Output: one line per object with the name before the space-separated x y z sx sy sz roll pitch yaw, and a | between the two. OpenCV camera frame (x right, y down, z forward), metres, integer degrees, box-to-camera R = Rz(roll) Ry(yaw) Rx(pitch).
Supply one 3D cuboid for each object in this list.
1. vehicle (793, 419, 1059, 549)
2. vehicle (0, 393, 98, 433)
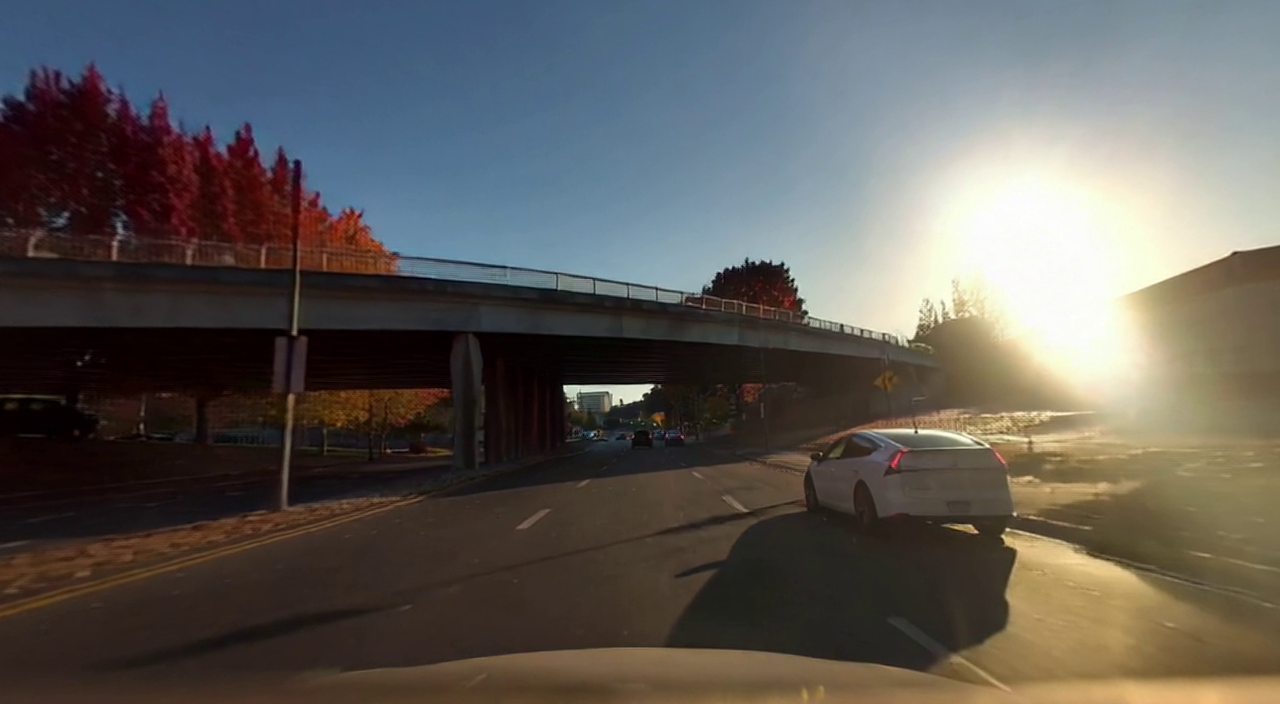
vehicle | 4.001 1.932 9.874 2.063 1.542 4.420 0 -9 0
vehicle | -37.243 3.762 38.195 2.256 2.170 6.436 -1 -8 9
